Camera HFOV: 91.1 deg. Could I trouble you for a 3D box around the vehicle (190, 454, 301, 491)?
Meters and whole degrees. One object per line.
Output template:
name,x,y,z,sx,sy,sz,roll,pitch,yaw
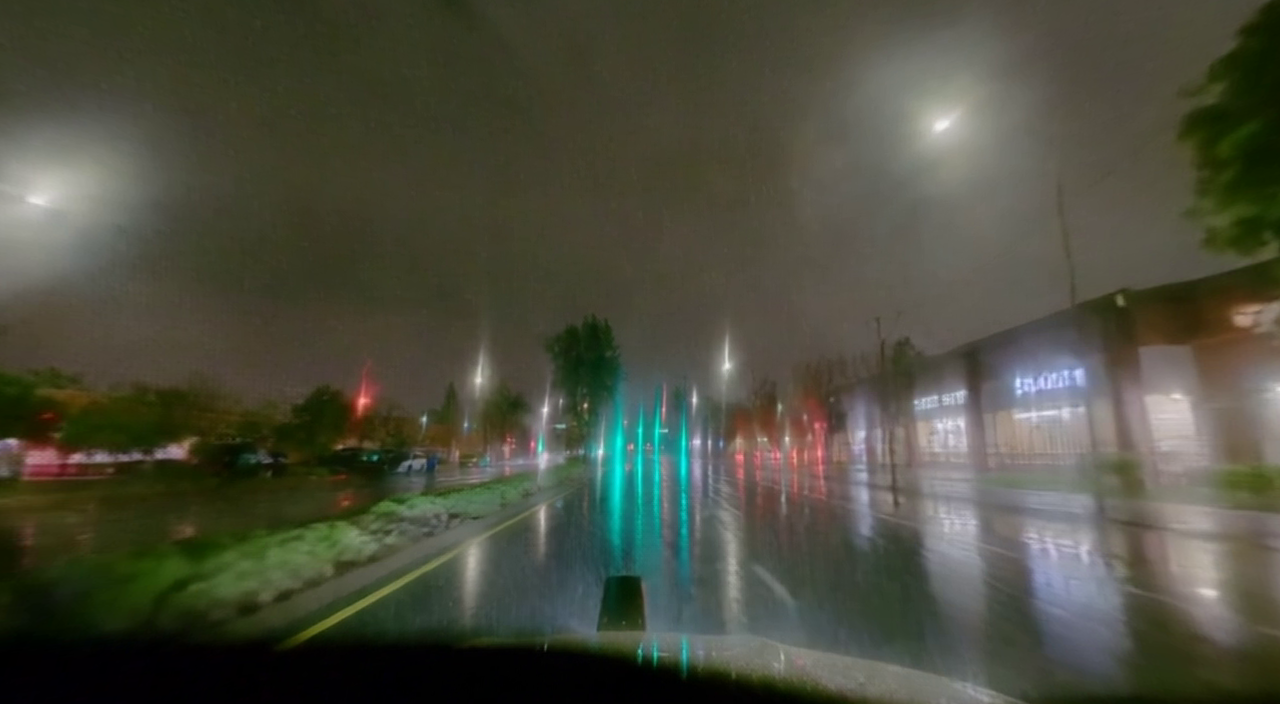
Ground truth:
vehicle,-18.906,5.776,30.413,2.121,1.567,5.042,0,-9,0

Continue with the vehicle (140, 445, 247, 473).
vehicle,-26.519,6.361,37.460,4.727,1.611,1.960,1,-9,-7

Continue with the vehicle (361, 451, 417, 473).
vehicle,-18.692,8.188,47.039,2.034,1.562,4.828,-1,-9,3
